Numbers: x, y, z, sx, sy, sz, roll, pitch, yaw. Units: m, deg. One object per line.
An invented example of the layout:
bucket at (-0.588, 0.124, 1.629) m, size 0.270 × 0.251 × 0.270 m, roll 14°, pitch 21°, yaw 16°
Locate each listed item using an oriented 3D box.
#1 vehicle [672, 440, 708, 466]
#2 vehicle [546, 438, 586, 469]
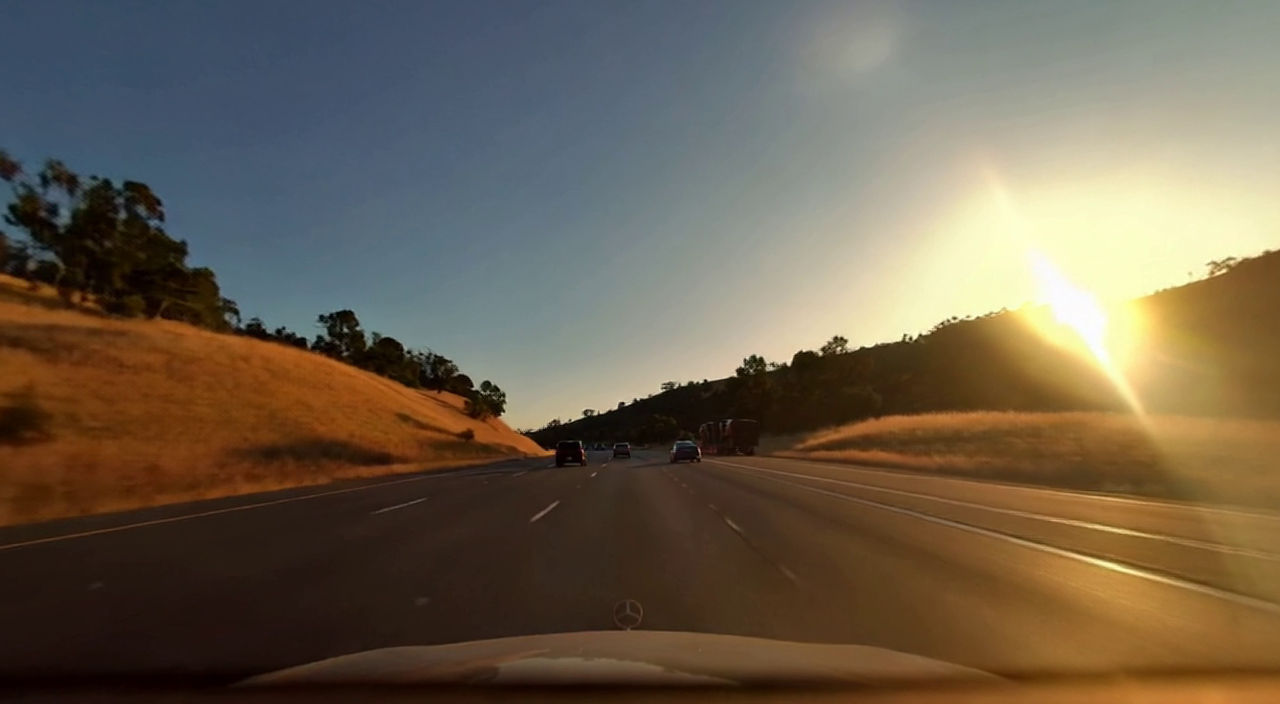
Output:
vehicle at (3.363, 6.879, 43.103) m, size 1.995 × 1.712 × 4.206 m, roll 0°, pitch -8°, yaw -2°
vehicle at (-4.750, 6.557, 41.026) m, size 2.120 × 1.855 × 4.619 m, roll 0°, pitch -8°, yaw -1°
